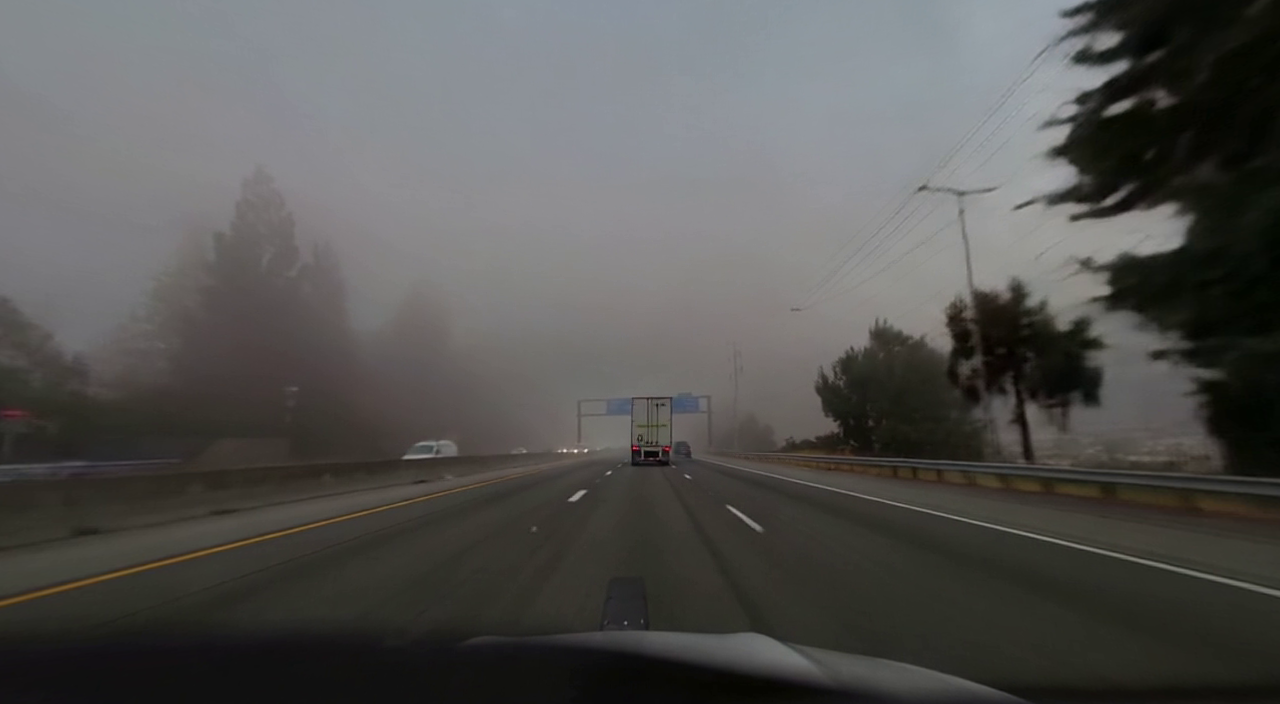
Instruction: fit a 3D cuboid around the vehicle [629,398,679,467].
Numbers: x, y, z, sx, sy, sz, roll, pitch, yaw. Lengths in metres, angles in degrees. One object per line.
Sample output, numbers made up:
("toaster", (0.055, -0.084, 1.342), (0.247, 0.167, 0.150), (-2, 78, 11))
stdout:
("vehicle", (0.774, 5.634, 43.368), (2.919, 4.101, 11.541), (0, -8, -1))
